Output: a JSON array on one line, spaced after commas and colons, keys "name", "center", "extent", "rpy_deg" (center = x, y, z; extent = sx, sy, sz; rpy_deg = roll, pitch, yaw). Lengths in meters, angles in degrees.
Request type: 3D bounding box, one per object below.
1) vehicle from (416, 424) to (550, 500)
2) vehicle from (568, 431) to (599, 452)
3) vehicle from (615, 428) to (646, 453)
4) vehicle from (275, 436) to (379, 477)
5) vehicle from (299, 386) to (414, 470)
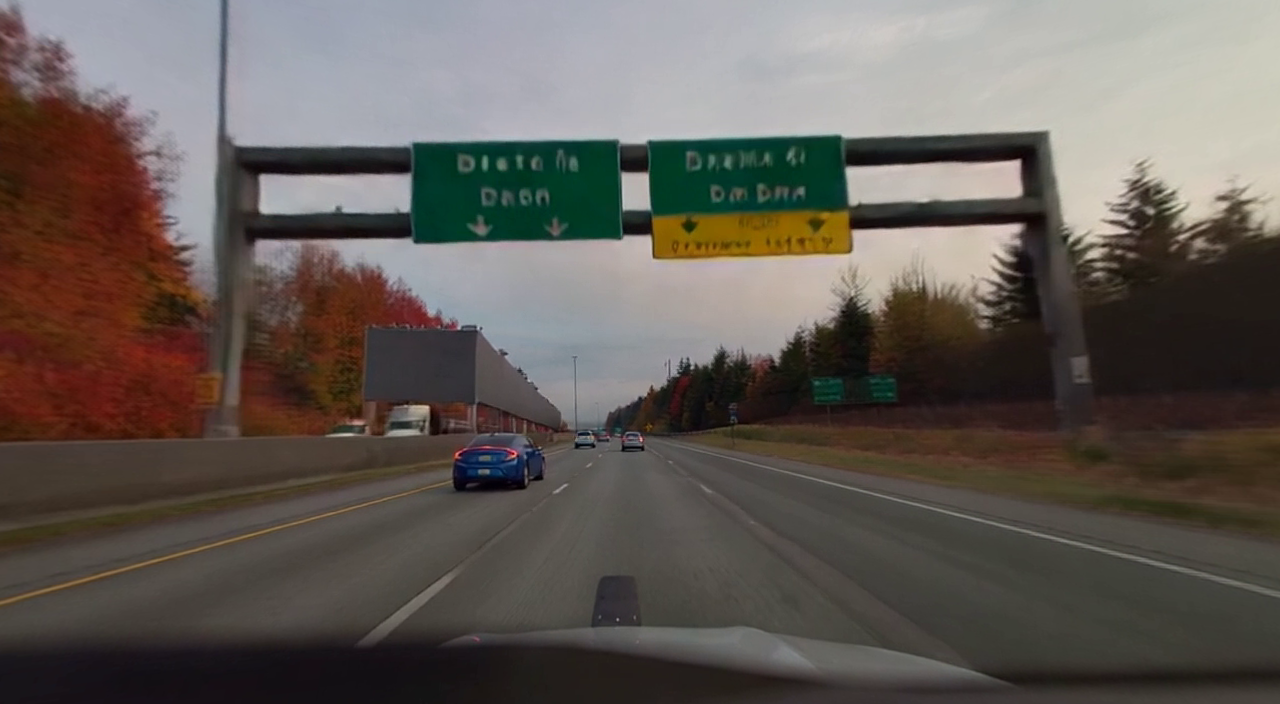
[{"name": "vehicle", "center": [-3.468, 2.527, 14.927], "extent": [1.989, 1.497, 4.645], "rpy_deg": [0, -8, 0]}, {"name": "vehicle", "center": [-4.442, 7.078, 49.787], "extent": [2.071, 1.524, 4.398], "rpy_deg": [0, -8, 0]}, {"name": "vehicle", "center": [-0.651, 6.163, 43.684], "extent": [2.054, 1.609, 3.859], "rpy_deg": [0, -8, -1]}, {"name": "vehicle", "center": [-12.155, 4.060, 24.743], "extent": [2.152, 1.480, 3.843], "rpy_deg": [0, -8, 0]}, {"name": "vehicle", "center": [-15.705, 4.321, 35.531], "extent": [3.395, 4.263, 6.355], "rpy_deg": [1, -7, 0]}]
